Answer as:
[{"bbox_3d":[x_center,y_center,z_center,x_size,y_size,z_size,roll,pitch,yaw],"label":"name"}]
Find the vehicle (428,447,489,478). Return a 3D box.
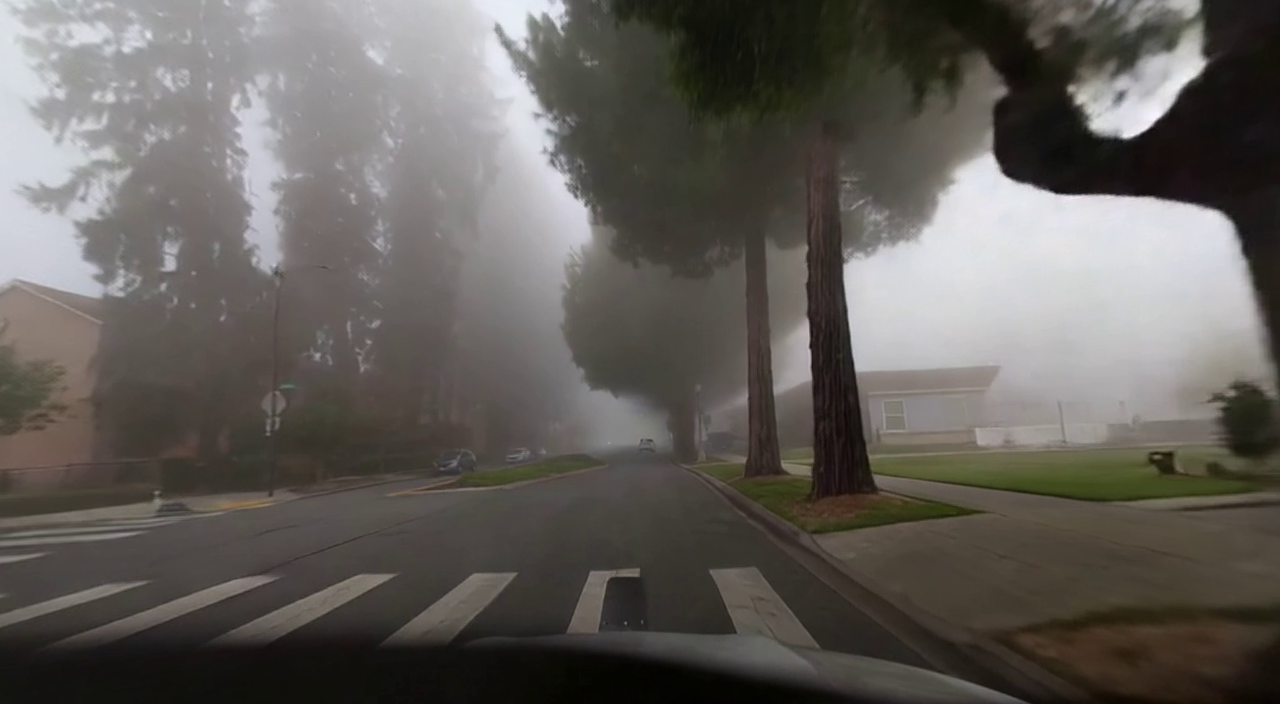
[{"bbox_3d":[-9.830,5.986,34.504,1.892,1.484,4.576,0,-8,2],"label":"vehicle"}]
